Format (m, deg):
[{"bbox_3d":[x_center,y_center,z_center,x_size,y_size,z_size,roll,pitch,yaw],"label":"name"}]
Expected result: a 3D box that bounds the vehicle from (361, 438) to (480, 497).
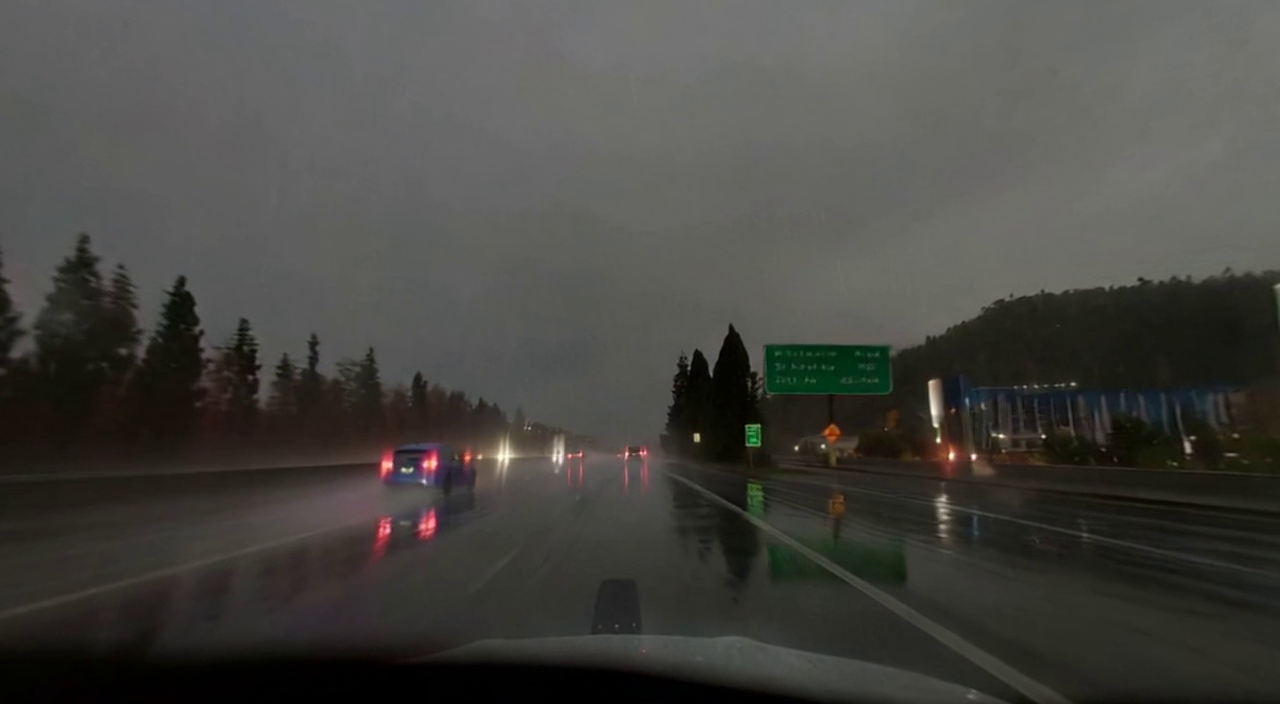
[{"bbox_3d":[-6.693,3.572,19.948,2.016,1.606,4.806,0,-9,0],"label":"vehicle"}]
